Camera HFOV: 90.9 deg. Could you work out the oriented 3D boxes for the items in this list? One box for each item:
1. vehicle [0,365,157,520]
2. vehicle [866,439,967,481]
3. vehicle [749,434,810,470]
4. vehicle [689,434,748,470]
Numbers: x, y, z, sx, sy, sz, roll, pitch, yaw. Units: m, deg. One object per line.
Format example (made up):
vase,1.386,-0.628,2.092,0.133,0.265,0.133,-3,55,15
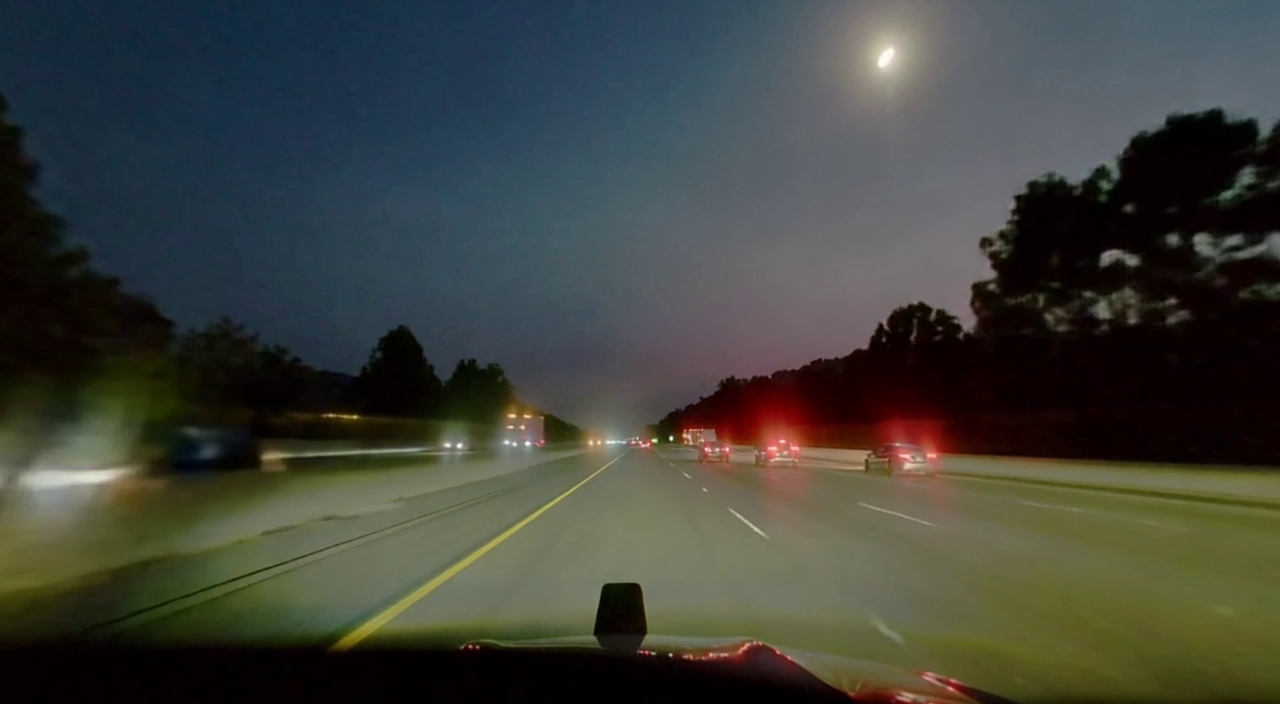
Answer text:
vehicle,-6.591,0.831,5.783,1.511,1.402,3.426,0,-8,1
vehicle,10.735,4.216,24.891,1.970,1.479,4.480,0,-8,0
vehicle,7.280,5.257,33.438,2.178,1.749,4.570,0,-8,-1
vehicle,3.784,4.934,31.236,2.326,1.644,4.206,0,-8,-1
